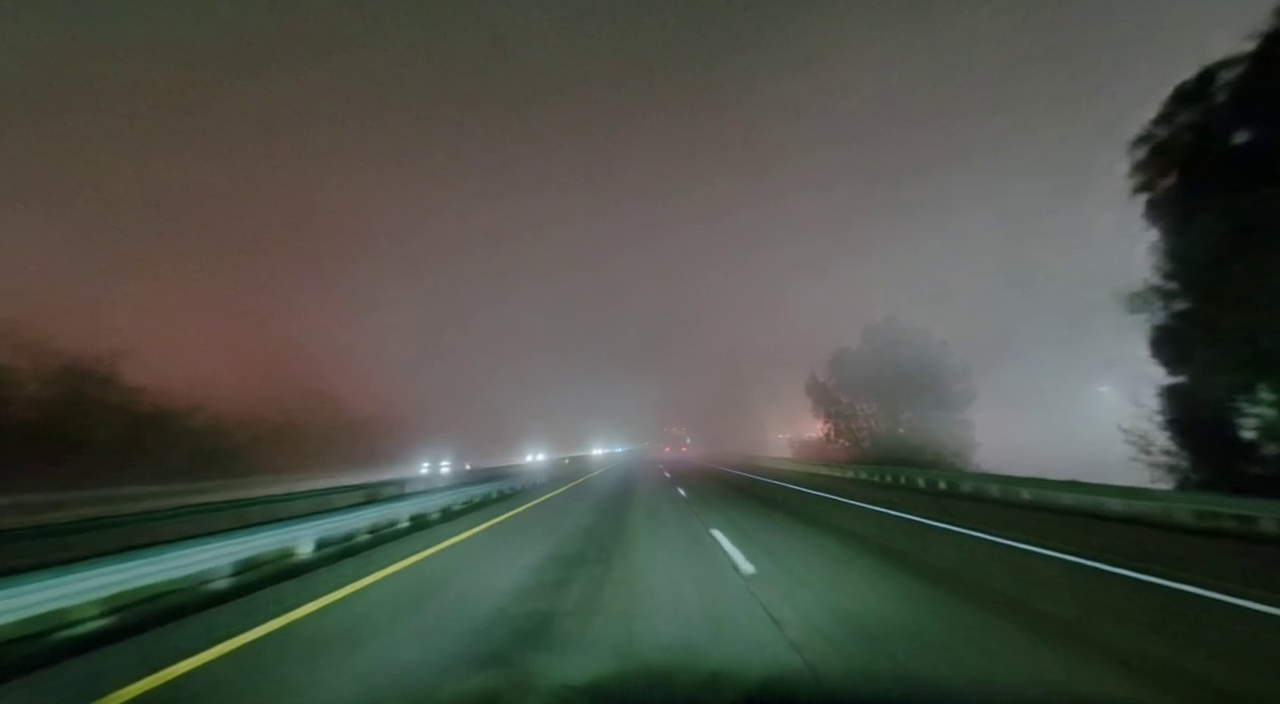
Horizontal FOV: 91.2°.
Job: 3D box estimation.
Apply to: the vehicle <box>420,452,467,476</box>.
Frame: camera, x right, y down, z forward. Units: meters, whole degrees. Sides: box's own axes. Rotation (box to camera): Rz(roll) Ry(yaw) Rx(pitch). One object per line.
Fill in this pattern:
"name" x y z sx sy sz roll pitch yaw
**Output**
"vehicle" -13.465 7.711 43.195 1.831 1.524 4.137 -1 -9 1
